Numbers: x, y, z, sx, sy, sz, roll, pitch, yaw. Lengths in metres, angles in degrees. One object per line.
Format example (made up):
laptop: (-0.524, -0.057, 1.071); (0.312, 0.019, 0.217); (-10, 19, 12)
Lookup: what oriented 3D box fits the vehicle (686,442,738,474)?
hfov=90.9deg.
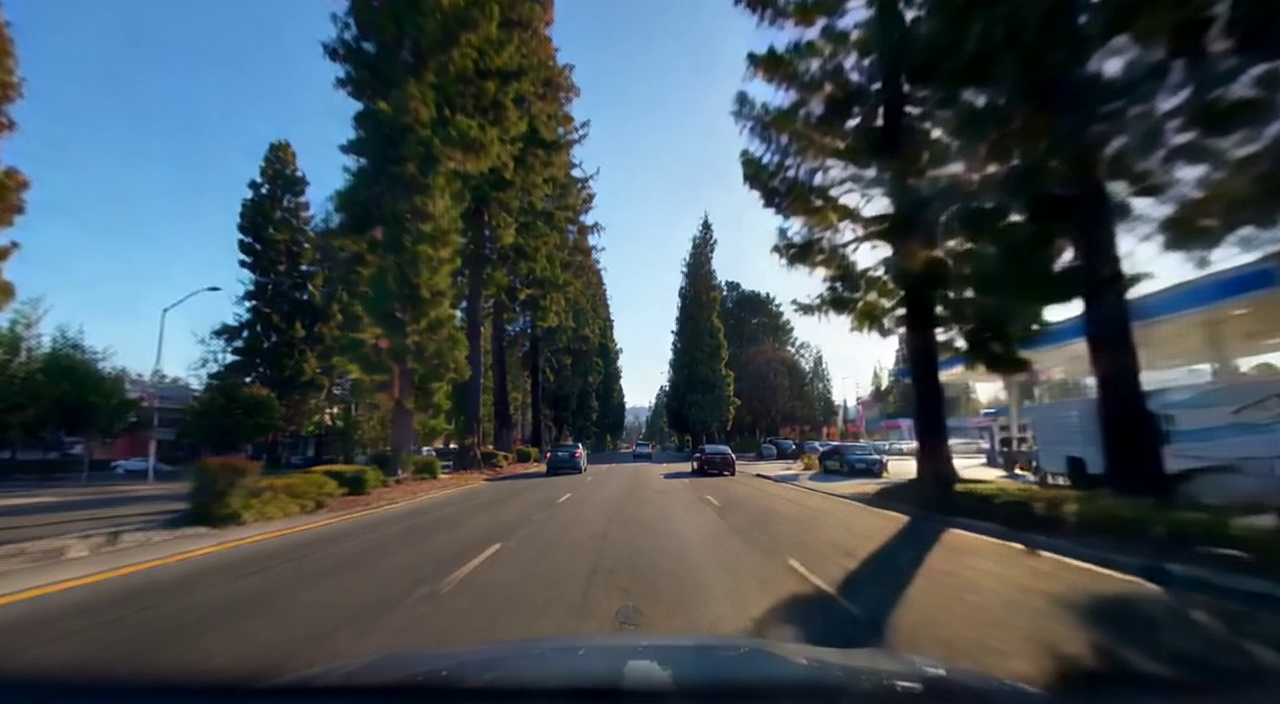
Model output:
vehicle: (3.508, 5.281, 31.642); (2.010, 1.486, 4.498); (0, -8, -1)

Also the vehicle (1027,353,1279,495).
vehicle: (15.469, 2.243, 18.125); (3.133, 3.133, 8.198); (-1, -9, -2)

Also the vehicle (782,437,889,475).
vehicle: (9.554, 5.098, 31.045); (4.526, 1.768, 2.056); (1, -9, -9)

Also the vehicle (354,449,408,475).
vehicle: (-16.046, 6.764, 38.969); (1.839, 1.478, 4.437); (7, -11, -38)

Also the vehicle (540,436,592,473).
vehicle: (-3.621, 5.105, 31.591); (2.051, 1.747, 4.370); (0, -8, 1)

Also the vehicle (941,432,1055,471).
vehicle: (16.970, 4.722, 30.045); (4.107, 1.487, 1.937); (-5, -7, 2)
